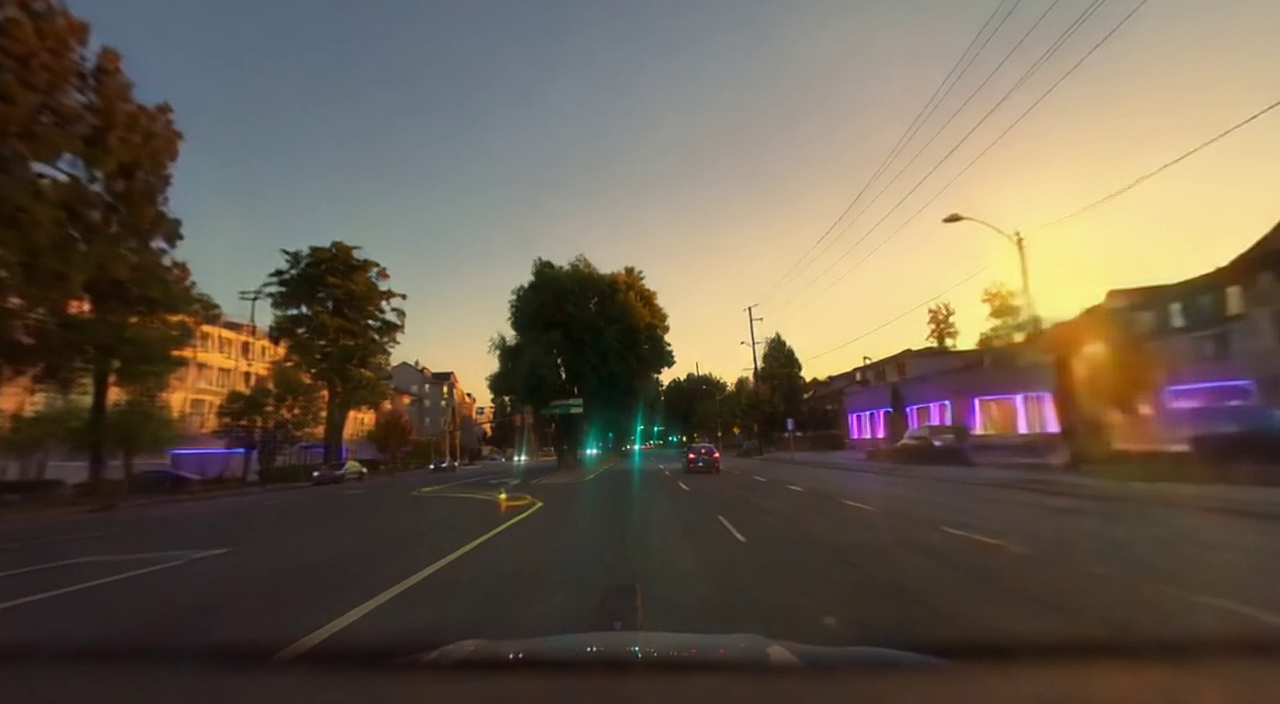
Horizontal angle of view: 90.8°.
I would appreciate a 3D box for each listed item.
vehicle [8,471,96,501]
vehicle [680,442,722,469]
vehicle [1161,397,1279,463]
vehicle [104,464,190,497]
[{"bbox_3d":[-34.147,7.761,36.810,1.689,1.434,3.824,1,-8,-6],"label":"vehicle"},{"bbox_3d":[3.432,5.937,36.398,1.929,1.411,4.284,0,-8,-1],"label":"vehicle"},{"bbox_3d":[19.753,2.429,19.530,2.247,1.917,5.791,0,-8,-1],"label":"vehicle"},{"bbox_3d":[-29.131,7.561,37.511,1.943,1.647,4.077,-3,-9,-3],"label":"vehicle"}]
